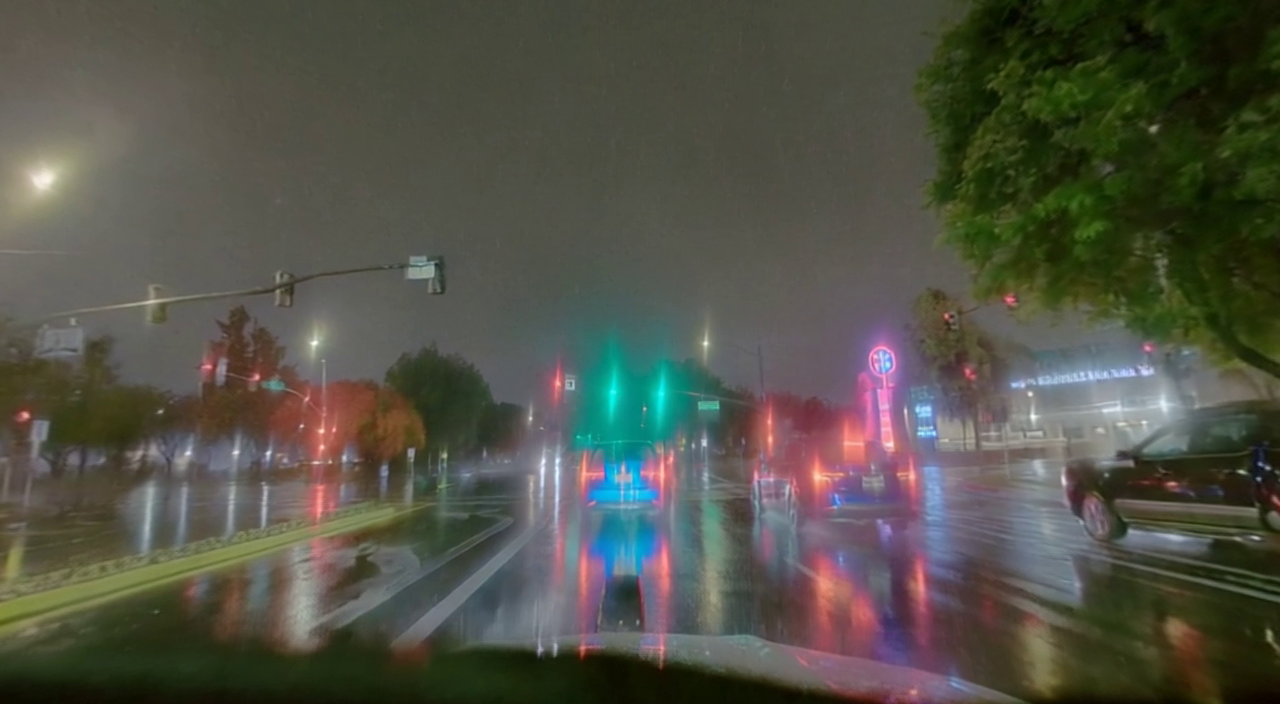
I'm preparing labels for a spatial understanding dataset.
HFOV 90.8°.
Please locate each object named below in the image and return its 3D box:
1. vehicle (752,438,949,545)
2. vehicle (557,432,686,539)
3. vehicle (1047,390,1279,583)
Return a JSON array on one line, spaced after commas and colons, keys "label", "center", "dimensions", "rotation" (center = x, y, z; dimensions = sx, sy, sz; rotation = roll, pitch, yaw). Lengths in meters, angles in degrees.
[{"label": "vehicle", "center": [3.530, 2.400, 11.678], "dimensions": [1.955, 1.550, 4.587], "rotation": [0, -8, -1]}, {"label": "vehicle", "center": [-0.316, 2.393, 11.943], "dimensions": [2.037, 1.674, 3.693], "rotation": [0, -8, -1]}, {"label": "vehicle", "center": [7.547, 1.436, 6.940], "dimensions": [2.240, 1.923, 5.678], "rotation": [0, -8, -1]}]
